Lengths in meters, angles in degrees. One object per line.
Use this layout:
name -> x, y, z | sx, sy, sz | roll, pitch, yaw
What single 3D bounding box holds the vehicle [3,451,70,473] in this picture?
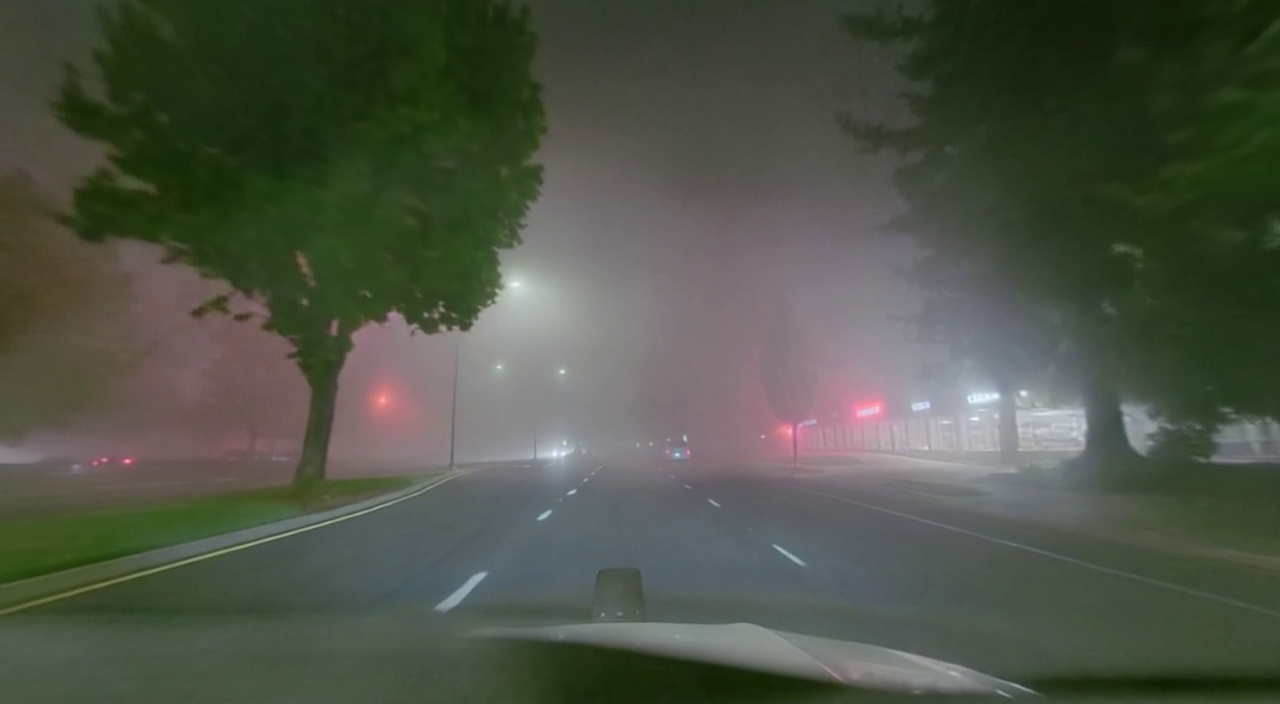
vehicle -> -46.546, 8.504, 48.580 | 3.456, 1.431, 1.643 | -3, -8, 0
